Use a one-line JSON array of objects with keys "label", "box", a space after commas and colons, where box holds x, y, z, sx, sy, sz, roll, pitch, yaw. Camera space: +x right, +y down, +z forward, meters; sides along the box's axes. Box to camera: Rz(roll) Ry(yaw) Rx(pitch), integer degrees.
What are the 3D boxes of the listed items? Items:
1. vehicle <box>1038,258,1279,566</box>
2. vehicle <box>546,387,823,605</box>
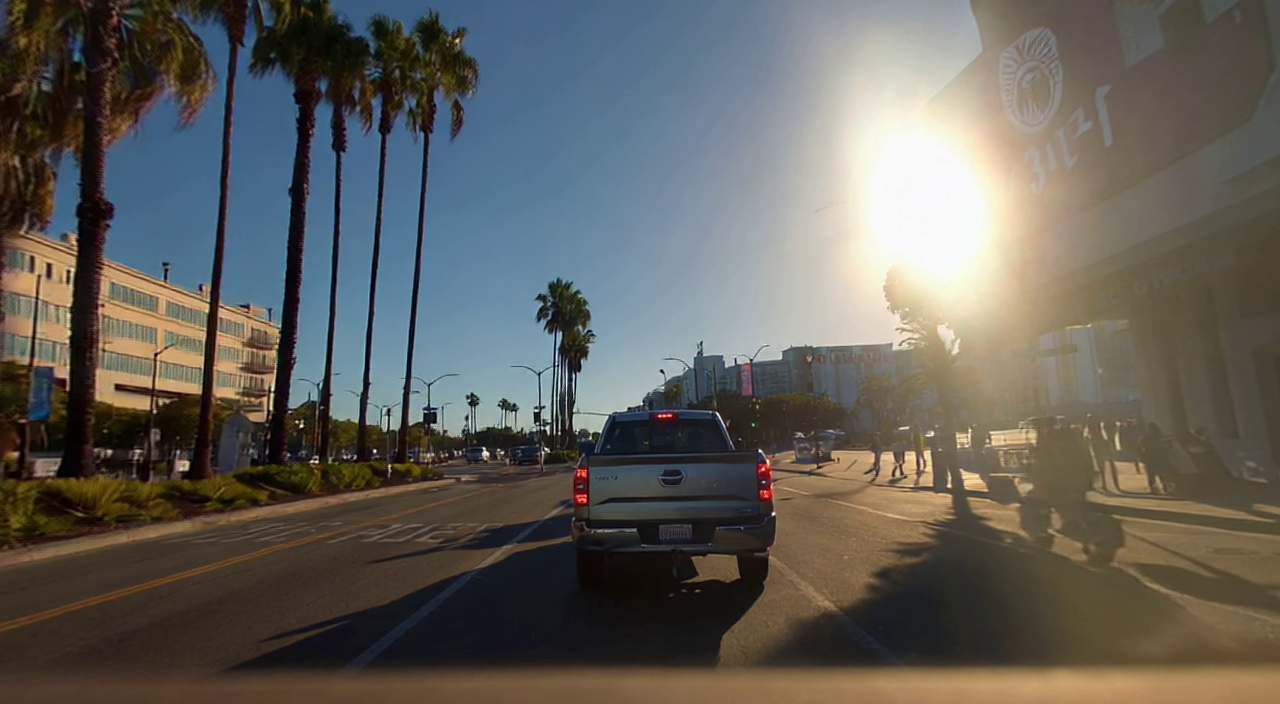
[{"label": "vehicle", "box": [7.904, 0.854, 8.593, 2.666, 3.345, 3.622, -1, -8, 7]}, {"label": "vehicle", "box": [0.403, 1.595, 8.002, 2.311, 1.819, 5.255, 0, -8, 1]}]
